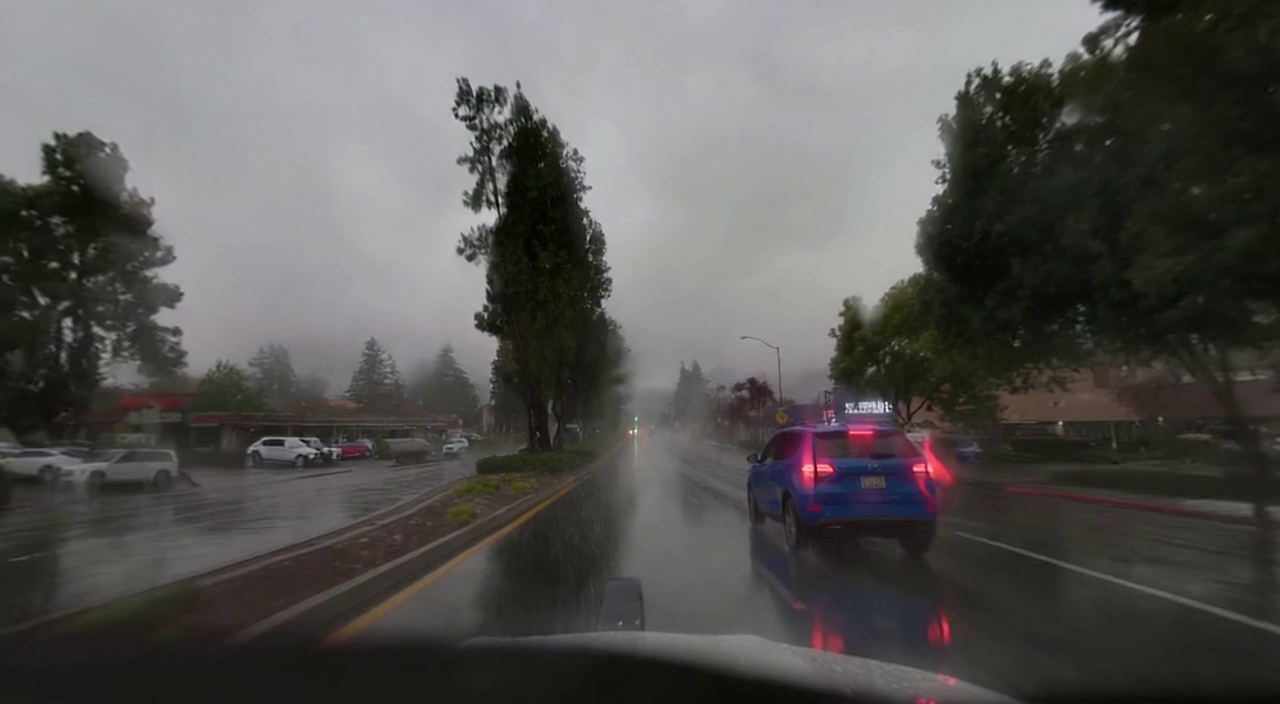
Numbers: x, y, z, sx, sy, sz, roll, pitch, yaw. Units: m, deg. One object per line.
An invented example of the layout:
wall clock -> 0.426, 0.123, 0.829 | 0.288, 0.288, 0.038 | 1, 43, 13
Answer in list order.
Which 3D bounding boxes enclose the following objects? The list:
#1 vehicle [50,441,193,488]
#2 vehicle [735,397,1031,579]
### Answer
vehicle -> -24.344, 5.306, 30.068 | 2.217, 1.901, 5.780 | -2, -9, -4
vehicle -> 2.770, 1.694, 8.650 | 2.130, 1.790, 4.615 | 0, -9, -1
